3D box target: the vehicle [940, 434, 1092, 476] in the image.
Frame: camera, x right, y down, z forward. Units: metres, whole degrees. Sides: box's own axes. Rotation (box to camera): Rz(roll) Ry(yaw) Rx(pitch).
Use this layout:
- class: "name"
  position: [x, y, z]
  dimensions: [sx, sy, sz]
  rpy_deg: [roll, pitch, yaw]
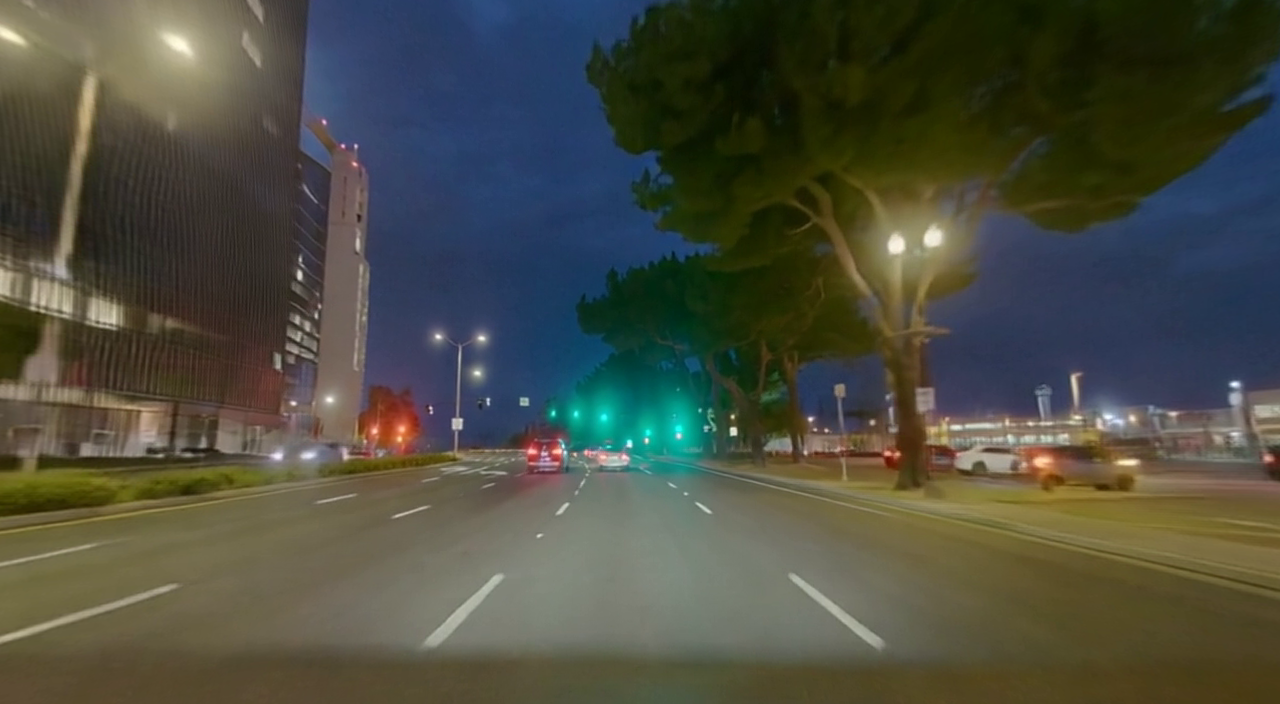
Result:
- class: "vehicle"
  position: [13.570, 3.750, 22.994]
  dimensions: [4.373, 1.437, 1.630]
  rpy_deg: [-1, -9, 3]

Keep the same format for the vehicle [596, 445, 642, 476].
- class: "vehicle"
  position: [-1.025, 5.103, 30.006]
  dimensions: [2.050, 1.385, 4.096]
  rpy_deg: [0, -8, -3]

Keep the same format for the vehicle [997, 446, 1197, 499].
- class: "vehicle"
  position: [13.568, 3.580, 19.002]
  dimensions: [4.470, 1.429, 1.878]
  rpy_deg: [0, -7, 3]

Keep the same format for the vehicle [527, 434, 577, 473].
- class: "vehicle"
  position: [-4.345, 5.079, 31.829]
  dimensions: [2.001, 1.784, 4.483]
  rpy_deg: [0, -8, -2]

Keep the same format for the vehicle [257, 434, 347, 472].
- class: "vehicle"
  position: [-15.781, 4.755, 29.822]
  dimensions: [1.856, 1.625, 4.574]
  rpy_deg: [0, -8, -3]
